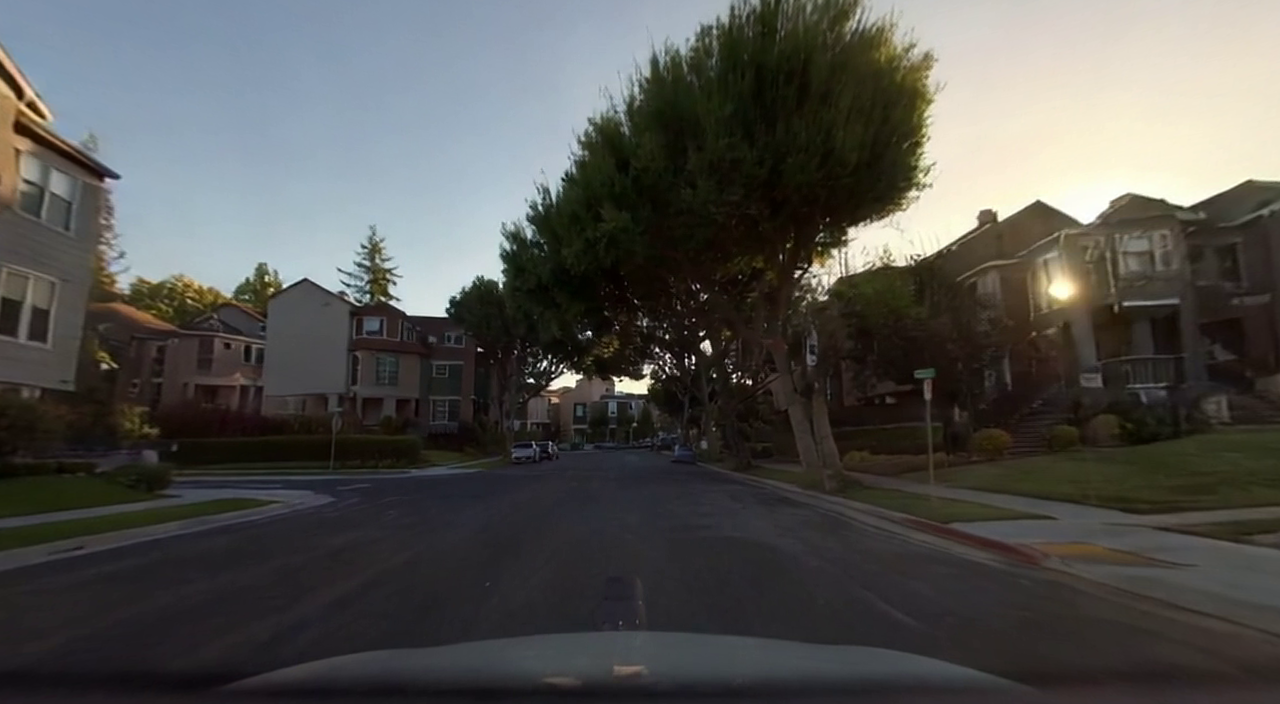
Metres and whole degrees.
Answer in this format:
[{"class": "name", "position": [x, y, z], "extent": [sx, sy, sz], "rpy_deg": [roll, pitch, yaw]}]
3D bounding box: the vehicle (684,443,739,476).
[{"class": "vehicle", "position": [3.334, 5.136, 30.334], "extent": [1.956, 1.468, 4.698], "rpy_deg": [0, -9, -2]}]

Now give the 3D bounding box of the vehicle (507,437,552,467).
[{"class": "vehicle", "position": [-7.874, 7.200, 45.392], "extent": [2.230, 2.025, 4.977], "rpy_deg": [0, -9, 1]}]

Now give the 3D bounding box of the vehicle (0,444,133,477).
[{"class": "vehicle", "position": [-26.020, 4.888, 28.567], "extent": [4.330, 1.430, 1.833], "rpy_deg": [0, -9, -1]}]

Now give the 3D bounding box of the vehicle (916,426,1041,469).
[{"class": "vehicle", "position": [13.070, 3.756, 24.743], "extent": [2.068, 1.522, 4.810], "rpy_deg": [0, -9, -3]}]

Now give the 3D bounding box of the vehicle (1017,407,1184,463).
[{"class": "vehicle", "position": [18.073, 3.376, 25.224], "extent": [2.315, 1.991, 5.686], "rpy_deg": [0, -9, -1]}]
